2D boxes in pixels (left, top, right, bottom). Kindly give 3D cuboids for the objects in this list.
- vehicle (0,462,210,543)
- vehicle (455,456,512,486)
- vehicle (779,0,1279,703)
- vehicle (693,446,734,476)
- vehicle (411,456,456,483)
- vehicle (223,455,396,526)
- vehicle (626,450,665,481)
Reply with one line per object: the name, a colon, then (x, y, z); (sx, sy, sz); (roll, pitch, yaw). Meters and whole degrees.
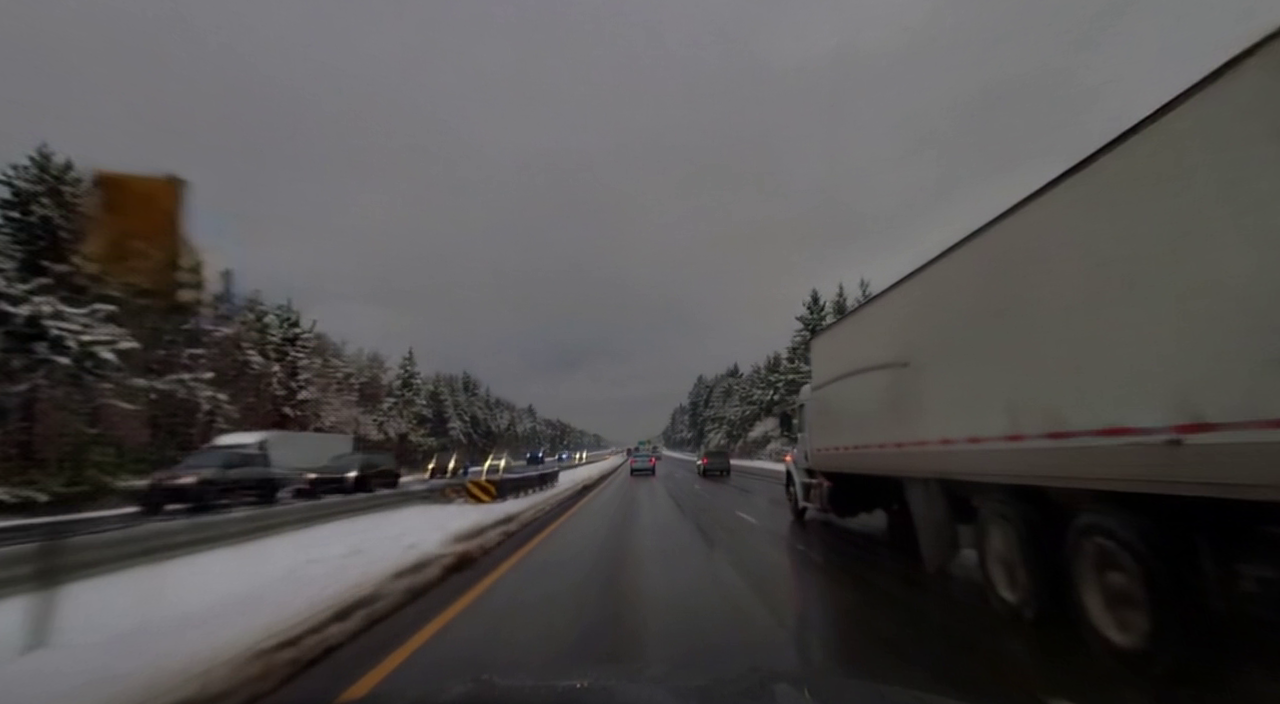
vehicle: (-12.727, 3.367, 14.768); (2.004, 1.484, 4.667); (0, -9, -1)
vehicle: (-8.304, 6.349, 33.903); (1.935, 1.477, 4.537); (0, -9, 0)
vehicle: (4.455, 0.738, 7.458); (2.885, 3.679, 12.102); (0, -9, 0)
vehicle: (4.669, 7.007, 40.693); (2.020, 1.849, 4.051); (0, -9, -2)
vehicle: (-13.305, 7.534, 40.700); (1.715, 1.590, 3.514); (0, -9, 0)
vehicle: (-7.891, 3.314, 15.632); (1.965, 1.453, 4.364); (0, -9, -1)
vehicle: (0.262, 5.991, 33.447); (1.939, 1.495, 3.612); (0, -9, 0)
